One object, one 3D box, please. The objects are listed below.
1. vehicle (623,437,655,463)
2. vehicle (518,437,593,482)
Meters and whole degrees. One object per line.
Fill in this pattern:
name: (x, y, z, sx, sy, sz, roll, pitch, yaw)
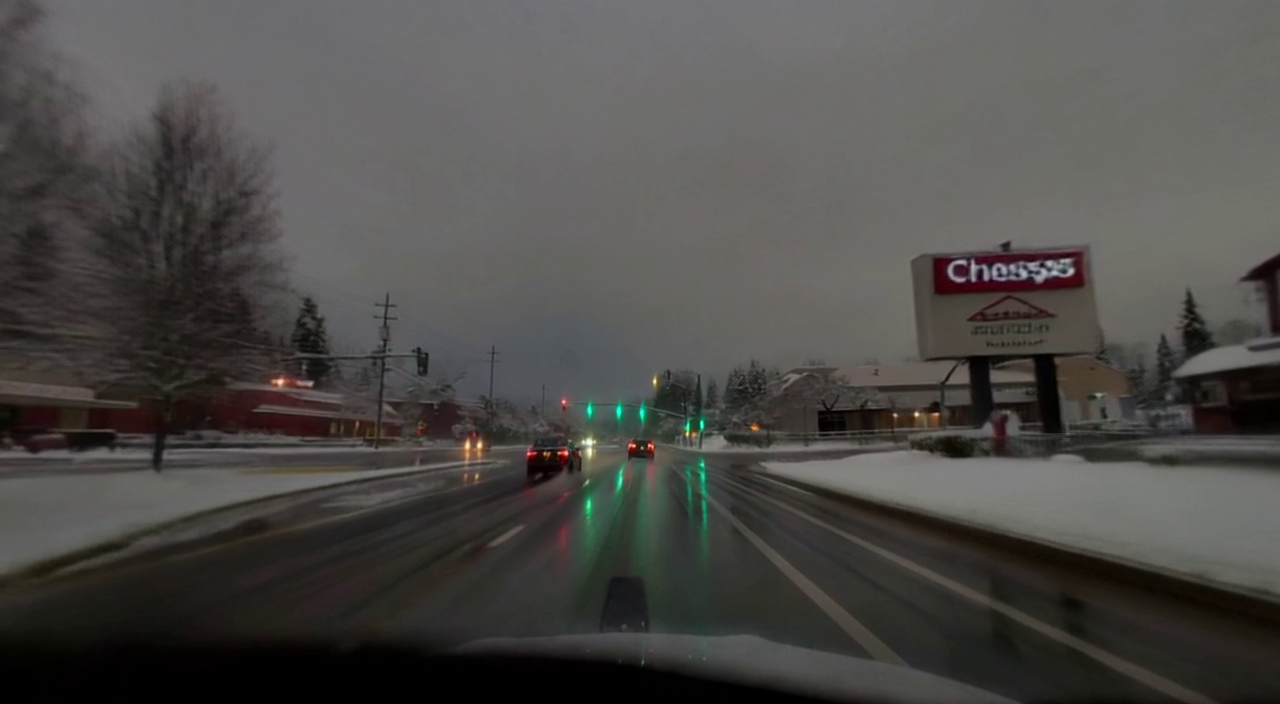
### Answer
vehicle: (-0.046, 6.882, 44.301, 2.153, 1.764, 4.047, 0, -8, 1)
vehicle: (-2.987, 3.920, 23.277, 2.015, 1.470, 4.458, 0, -8, 2)
